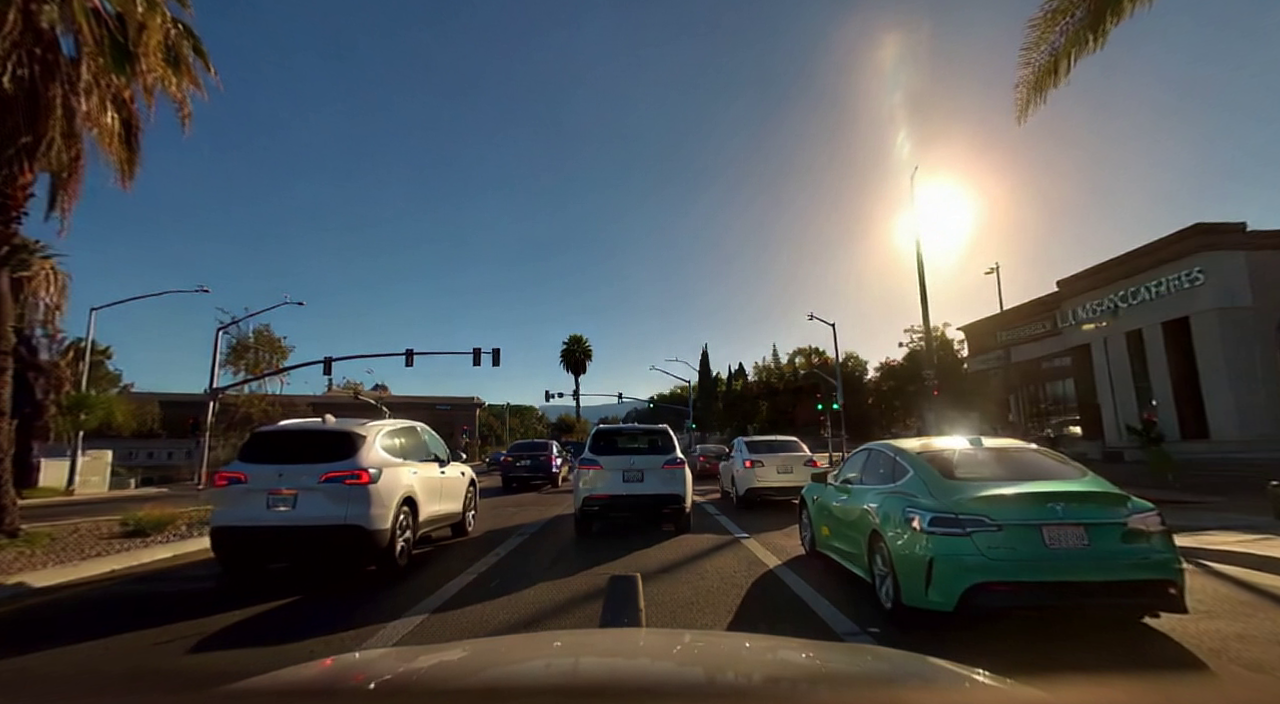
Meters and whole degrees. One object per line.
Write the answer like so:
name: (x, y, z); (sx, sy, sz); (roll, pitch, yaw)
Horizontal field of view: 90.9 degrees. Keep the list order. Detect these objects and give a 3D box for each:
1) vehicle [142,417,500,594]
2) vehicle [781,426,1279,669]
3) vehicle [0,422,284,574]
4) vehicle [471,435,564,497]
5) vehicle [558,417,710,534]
vehicle: (-3.308, 1.685, 7.813); (2.014, 1.534, 4.455); (0, -9, 1)
vehicle: (2.974, 1.561, 6.289); (2.017, 1.491, 4.611); (0, -8, -1)
vehicle: (-6.955, 1.803, 8.559); (1.889, 1.554, 4.033); (0, -8, -1)
vehicle: (-3.381, 3.229, 18.181); (1.927, 1.568, 3.733); (0, -8, 0)
vehicle: (-0.144, 2.188, 11.738); (2.280, 1.747, 4.361); (0, -8, -2)
